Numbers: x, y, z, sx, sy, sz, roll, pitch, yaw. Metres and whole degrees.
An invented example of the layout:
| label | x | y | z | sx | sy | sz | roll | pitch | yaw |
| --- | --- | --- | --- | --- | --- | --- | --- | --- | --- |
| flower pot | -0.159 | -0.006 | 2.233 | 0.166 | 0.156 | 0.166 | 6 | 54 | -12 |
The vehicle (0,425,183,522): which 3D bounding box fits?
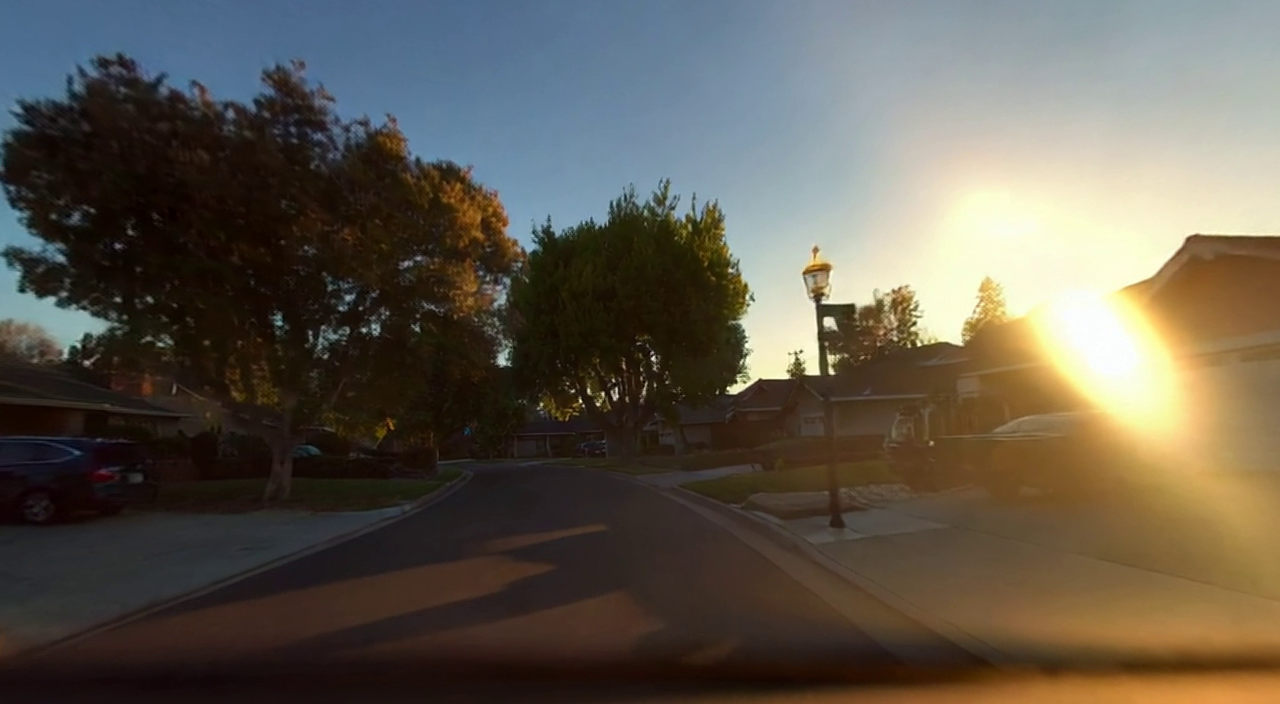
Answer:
| label | x | y | z | sx | sy | sz | roll | pitch | yaw |
| --- | --- | --- | --- | --- | --- | --- | --- | --- | --- |
| vehicle | -11.552 | 2.222 | 11.811 | 4.471 | 1.638 | 1.877 | 0 | -8 | 1 |
